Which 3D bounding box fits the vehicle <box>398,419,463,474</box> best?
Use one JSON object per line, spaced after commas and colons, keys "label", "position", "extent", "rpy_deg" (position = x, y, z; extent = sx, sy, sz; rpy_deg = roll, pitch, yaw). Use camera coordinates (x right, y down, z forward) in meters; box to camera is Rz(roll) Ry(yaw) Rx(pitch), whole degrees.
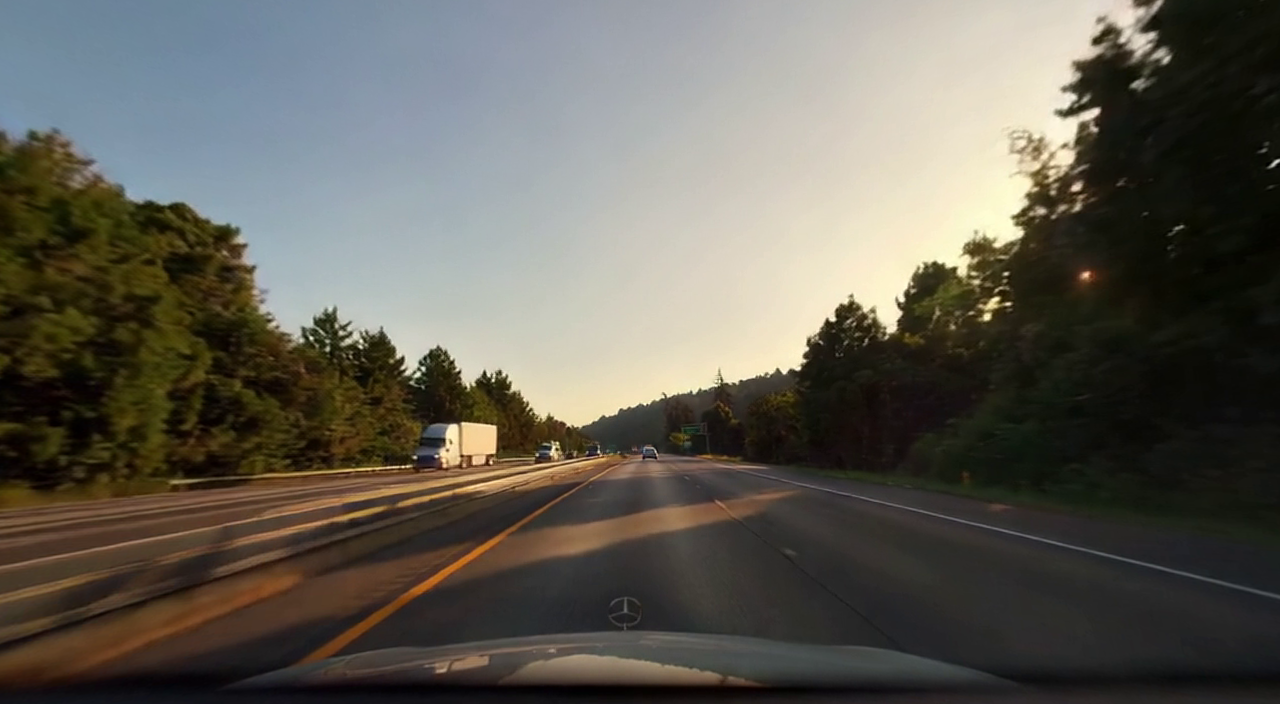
{"label": "vehicle", "position": [-16.359, 7.481, 49.755], "extent": [2.761, 3.994, 6.240], "rpy_deg": [0, -9, 1]}
